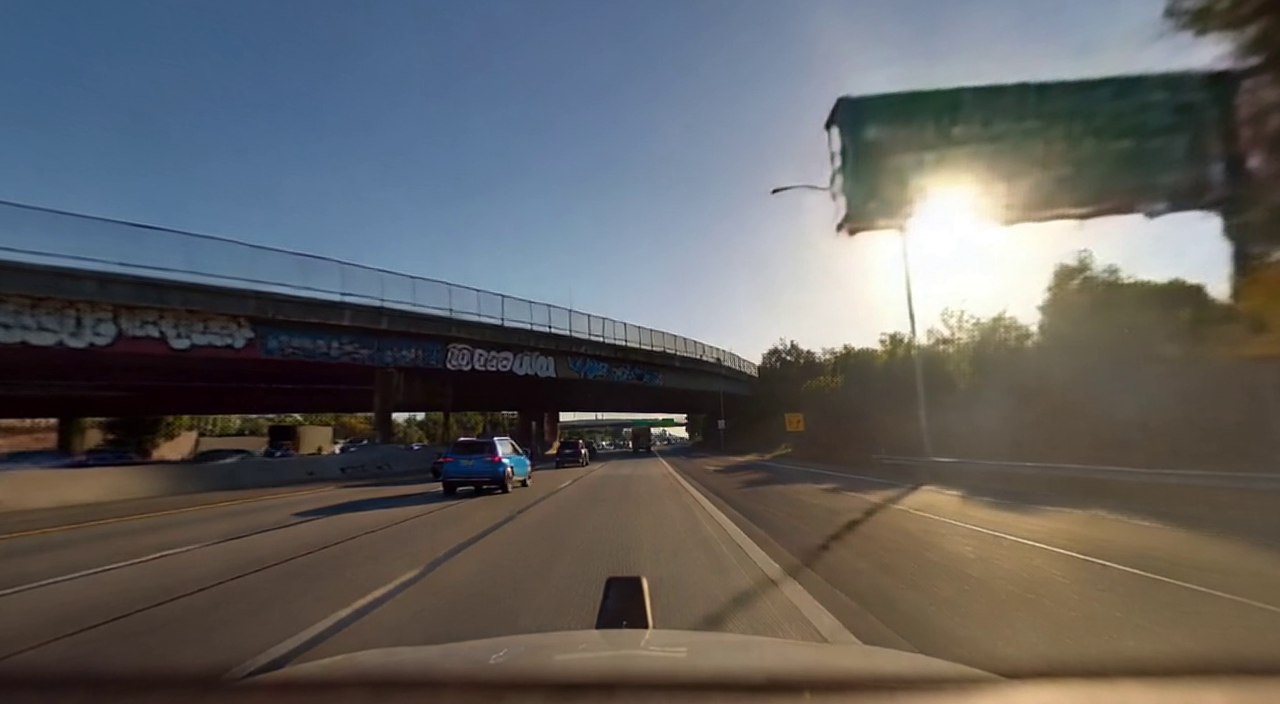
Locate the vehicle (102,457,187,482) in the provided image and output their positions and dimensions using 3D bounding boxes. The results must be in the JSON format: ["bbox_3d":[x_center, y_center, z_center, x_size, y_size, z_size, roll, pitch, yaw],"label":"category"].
[{"bbox_3d":[-35.220,8.338,44.833,1.969,1.515,5.131,0,-8,-1],"label":"vehicle"}]

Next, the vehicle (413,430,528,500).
[{"bbox_3d":[-4.362,2.954,16.862,1.969,1.633,3.962,0,-8,0],"label":"vehicle"}]

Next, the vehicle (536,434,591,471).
[{"bbox_3d":[-3.736,5.008,31.398,2.154,1.693,4.394,0,-8,1],"label":"vehicle"}]

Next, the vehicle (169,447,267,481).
[{"bbox_3d":[-20.541,5.436,30.780,1.845,1.497,4.265,0,-8,0],"label":"vehicle"}]
